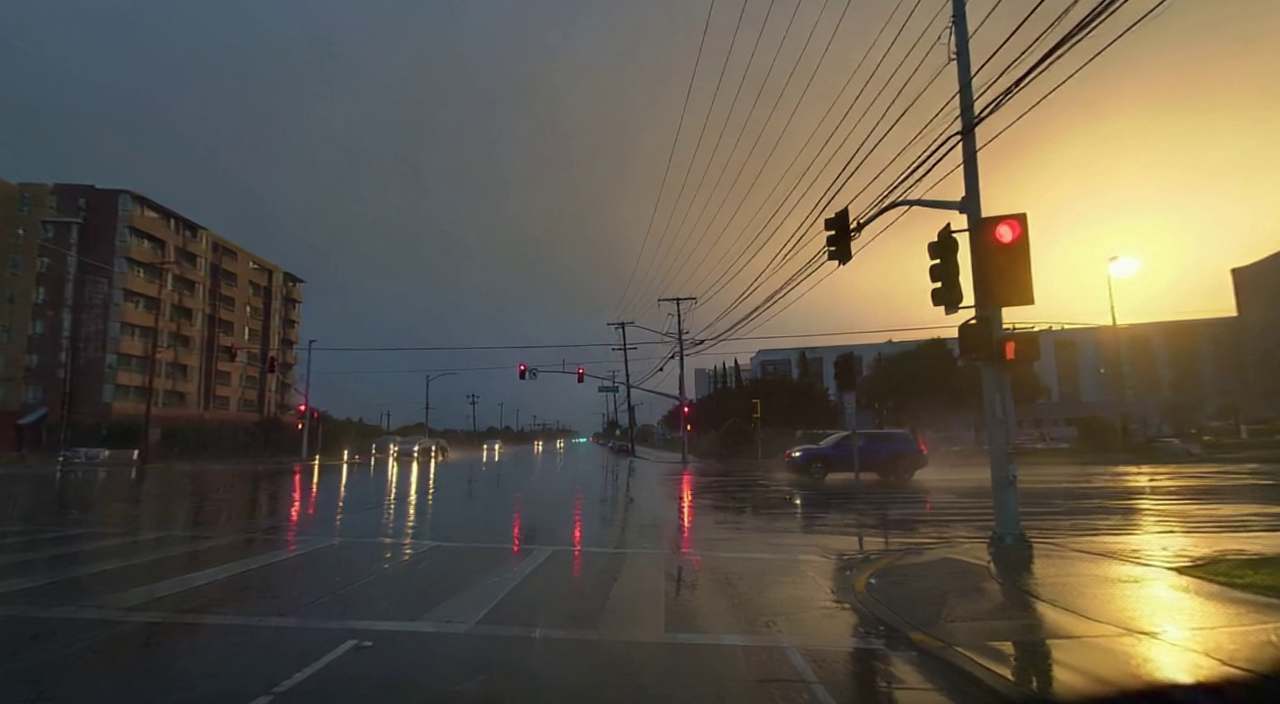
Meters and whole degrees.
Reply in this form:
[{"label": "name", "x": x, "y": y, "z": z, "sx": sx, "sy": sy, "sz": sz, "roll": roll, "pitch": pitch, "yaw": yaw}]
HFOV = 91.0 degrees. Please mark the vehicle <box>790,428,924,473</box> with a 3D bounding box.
[{"label": "vehicle", "x": 8.705, "y": 4.020, "z": 25.724, "sx": 4.884, "sy": 1.714, "sz": 2.021, "roll": -2, "pitch": -9, "yaw": 12}]
